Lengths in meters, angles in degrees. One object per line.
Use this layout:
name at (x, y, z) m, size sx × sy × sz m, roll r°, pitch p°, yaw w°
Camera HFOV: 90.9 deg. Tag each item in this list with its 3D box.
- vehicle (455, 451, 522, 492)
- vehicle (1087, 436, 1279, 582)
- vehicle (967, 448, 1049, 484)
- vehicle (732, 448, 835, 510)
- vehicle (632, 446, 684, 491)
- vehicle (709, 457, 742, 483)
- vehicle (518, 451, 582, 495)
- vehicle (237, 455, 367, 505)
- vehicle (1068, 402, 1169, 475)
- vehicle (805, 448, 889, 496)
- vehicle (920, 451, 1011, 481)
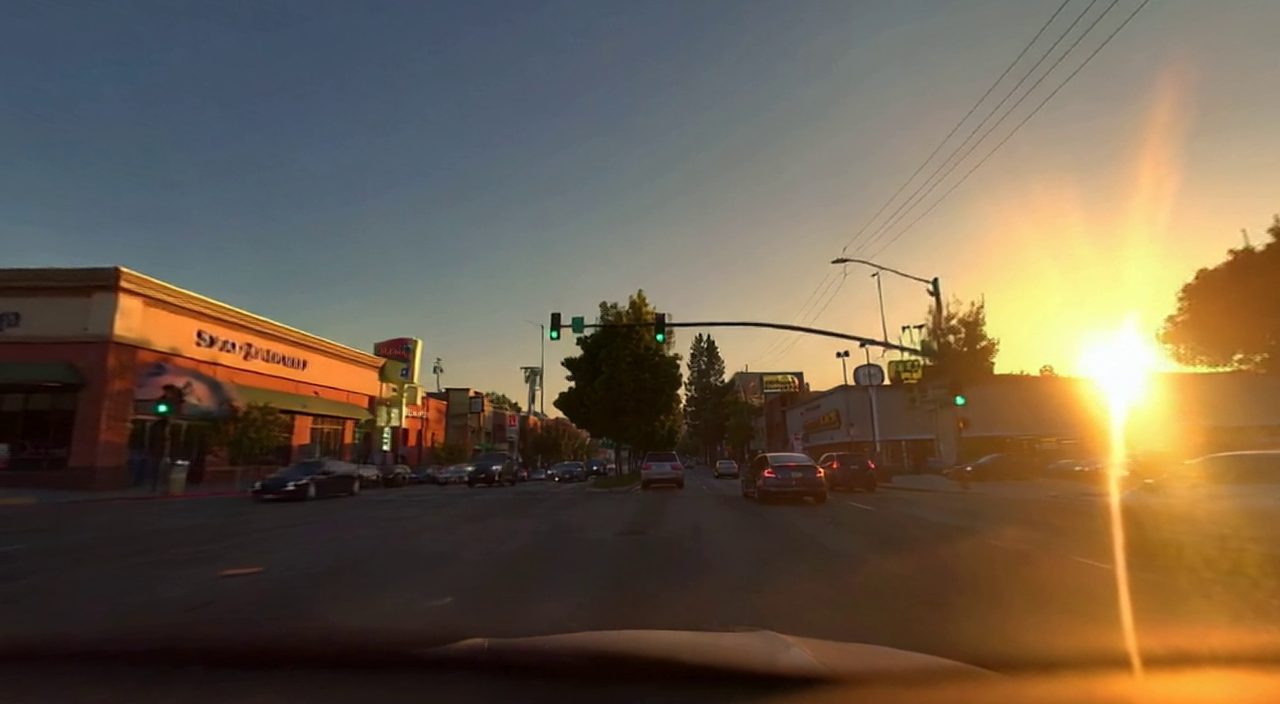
vehicle at (-7.554, 5.993, 32.013) m, size 2.065 × 1.805 × 4.668 m, roll 0°, pitch -8°, yaw 3°
vehicle at (7.449, 1.650, 6.809) m, size 1.911 × 1.466 × 4.572 m, roll 0°, pitch -8°, yaw 1°
vehicle at (17.025, 5.196, 29.070) m, size 4.373 × 1.399 × 2.052 m, roll 7°, pitch -11°, yaw -43°
vehicle at (3.967, 3.571, 18.302) m, size 1.963 × 1.484 × 4.609 m, roll 0°, pitch -8°, yaw 1°
vehicle at (0.863, 5.205, 28.680) m, size 2.210 × 1.861 × 4.280 m, roll 0°, pitch -8°, yaw 3°
vehicle at (6.127, 8.481, 45.584) m, size 2.036 × 1.719 × 4.318 m, roll 0°, pitch -8°, yaw 3°
vehicle at (-4.021, 5.484, 28.943) m, size 2.041 × 1.494 × 4.647 m, roll -3°, pitch -6°, yaw 2°
vehicle at (-11.553, 4.375, 21.987) m, size 1.871 × 1.453 × 4.575 m, roll 0°, pitch -8°, yaw 2°
vehicle at (18.499, 3.391, 24.721) m, size 2.521 × 2.491 × 5.455 m, roll -7°, pitch -9°, yaw 32°
vehicle at (8.367, 4.834, 25.919) m, size 2.040 × 1.738 × 4.414 m, roll 0°, pitch -8°, yaw 1°
vehicle at (17.097, 5.935, 33.063) m, size 4.964 × 1.453 × 2.184 m, roll 7°, pitch -11°, yaw -36°
